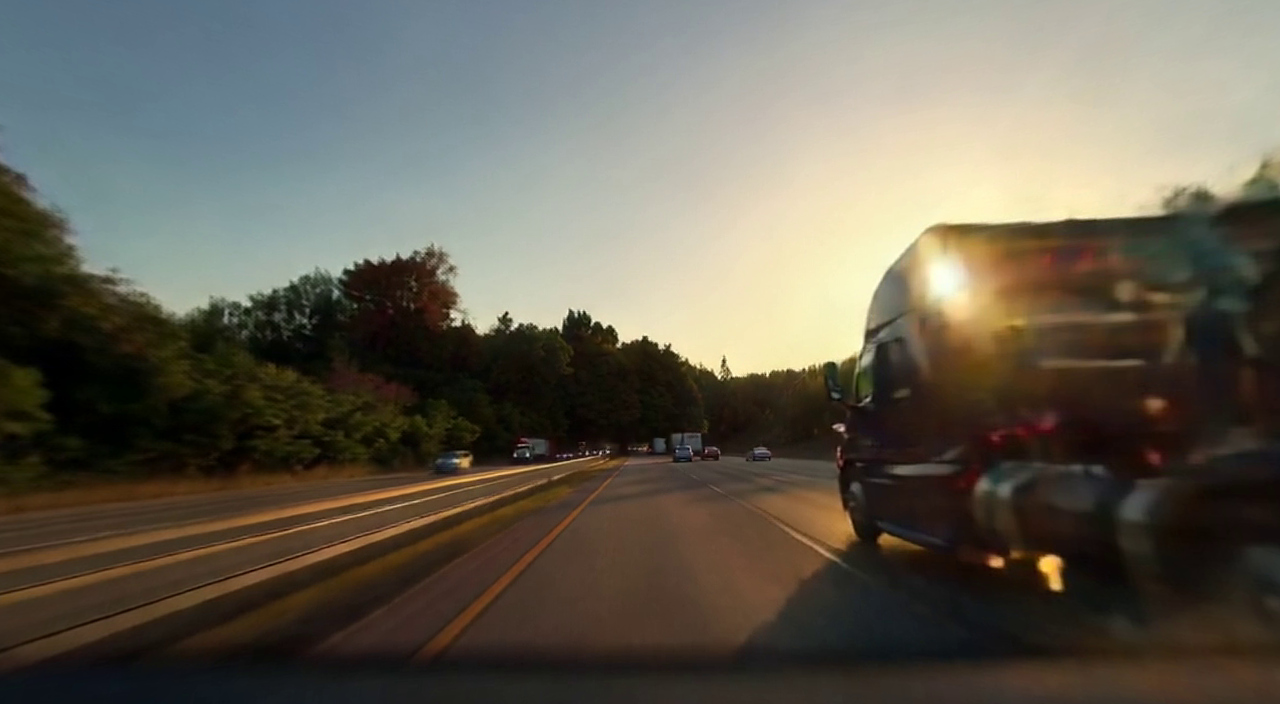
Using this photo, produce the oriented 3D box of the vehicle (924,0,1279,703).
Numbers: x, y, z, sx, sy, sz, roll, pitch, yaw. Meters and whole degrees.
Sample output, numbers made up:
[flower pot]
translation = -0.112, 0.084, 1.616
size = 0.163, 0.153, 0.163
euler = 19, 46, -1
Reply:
[vehicle]
translation = 3.984, -0.563, 0.442
size = 3.025, 4.010, 9.542
euler = 0, -9, 0
